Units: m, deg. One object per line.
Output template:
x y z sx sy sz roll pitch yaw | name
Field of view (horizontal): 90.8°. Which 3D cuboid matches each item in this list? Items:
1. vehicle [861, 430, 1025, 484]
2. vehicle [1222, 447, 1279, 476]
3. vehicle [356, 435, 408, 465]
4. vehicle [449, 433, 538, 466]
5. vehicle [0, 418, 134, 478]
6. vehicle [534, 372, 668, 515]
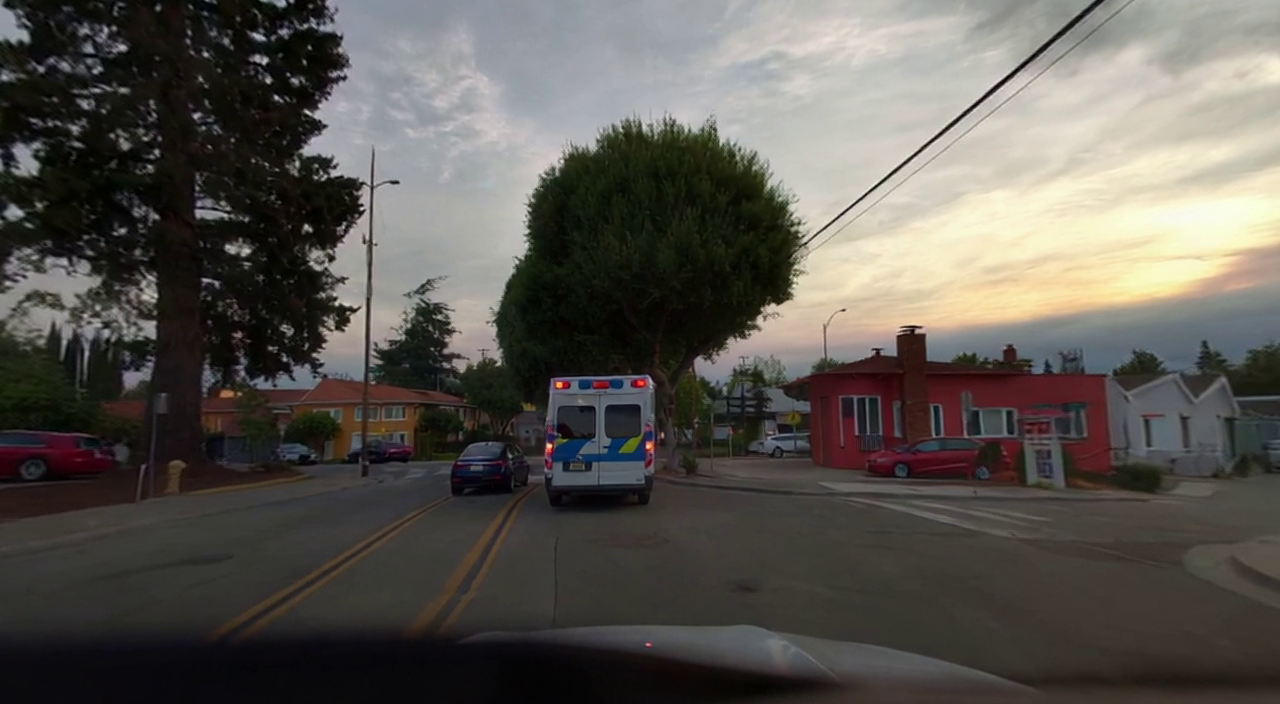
11.767 4.133 24.985 5.270 1.966 2.329 -1 -8 8 | vehicle
37.621 6.537 37.895 2.114 1.588 3.888 -4 -9 12 | vehicle
-16.686 6.294 40.721 2.290 1.776 4.947 5 -10 -30 | vehicle
-8.397 5.645 36.486 4.502 1.810 2.056 -1 -8 8 | vehicle
-19.554 2.973 19.155 5.910 1.681 2.579 1 -11 -7 | vehicle
-0.792 2.081 14.490 2.444 2.640 5.482 0 -8 -2 | vehicle
